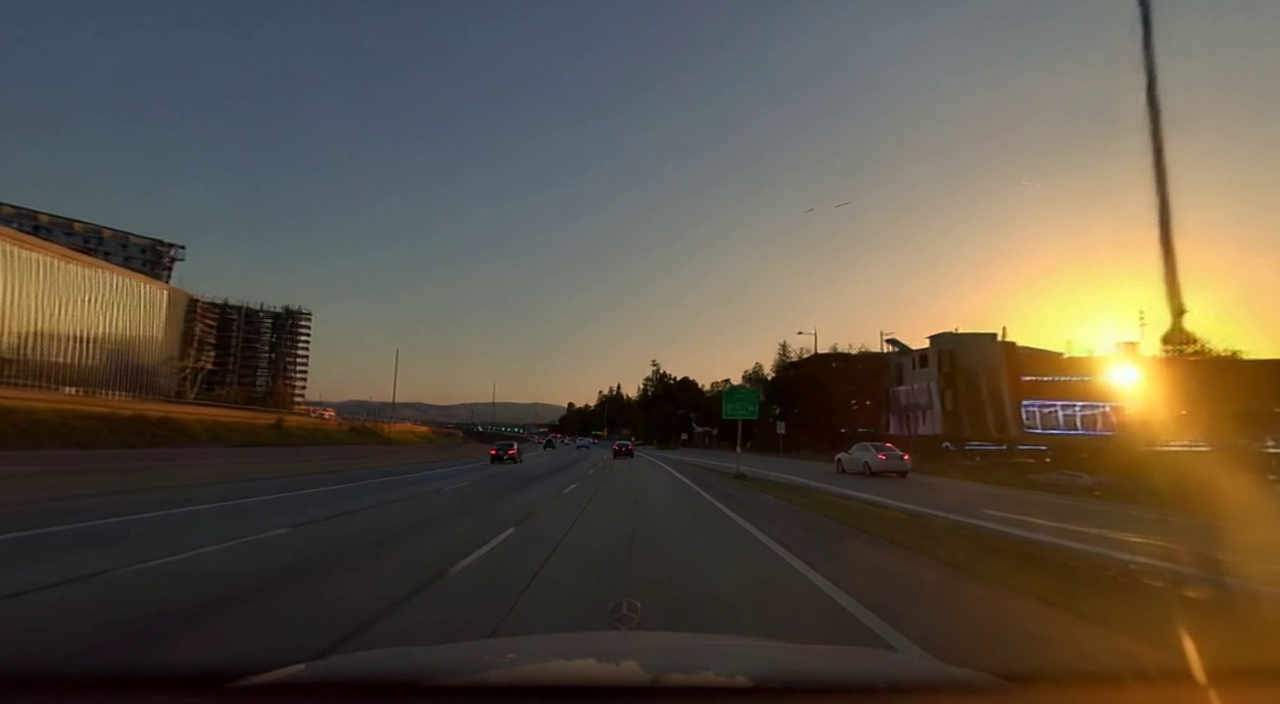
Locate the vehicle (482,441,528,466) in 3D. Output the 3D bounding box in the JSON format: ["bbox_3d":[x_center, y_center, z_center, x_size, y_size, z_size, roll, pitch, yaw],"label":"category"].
[{"bbox_3d":[-8.372,6.355,39.597,2.009,1.454,4.250,0,-9,-1],"label":"vehicle"}]

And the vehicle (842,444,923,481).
[{"bbox_3d":[12.553,5.702,33.022,2.023,1.782,4.193,1,-9,-9],"label":"vehicle"}]

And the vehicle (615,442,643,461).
[{"bbox_3d":[-0.867,7.655,48.770,2.038,1.414,4.357,0,-9,-2],"label":"vehicle"}]
